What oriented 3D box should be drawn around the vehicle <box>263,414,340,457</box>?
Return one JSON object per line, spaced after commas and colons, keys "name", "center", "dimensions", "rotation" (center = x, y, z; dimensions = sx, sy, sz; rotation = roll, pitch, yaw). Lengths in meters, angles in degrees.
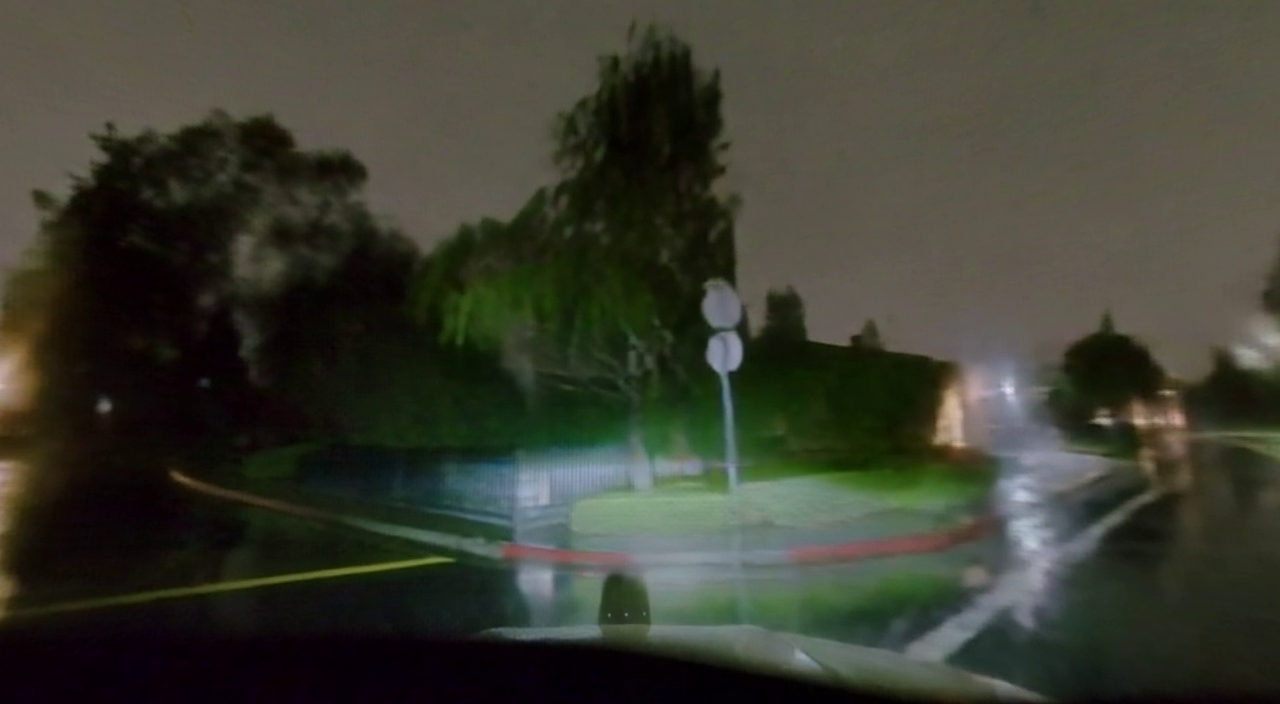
{"name": "vehicle", "center": [-13.028, 3.269, 24.109], "dimensions": [1.860, 1.477, 4.629], "rotation": [6, -11, -36]}
